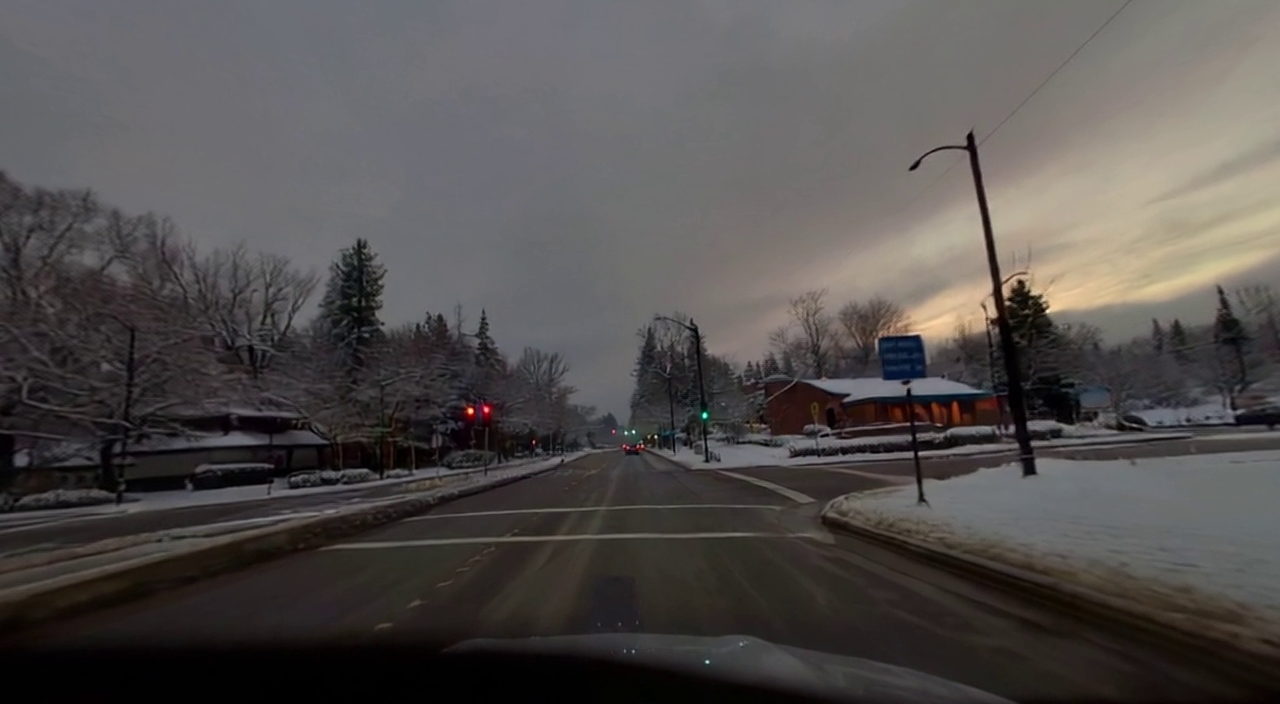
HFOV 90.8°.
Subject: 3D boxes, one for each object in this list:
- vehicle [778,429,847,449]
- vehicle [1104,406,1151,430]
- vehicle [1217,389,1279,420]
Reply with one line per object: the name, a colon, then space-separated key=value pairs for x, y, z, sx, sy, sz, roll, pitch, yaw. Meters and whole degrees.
vehicle: x=13.606 y=6.905 z=49.868 sx=4.803 sy=1.510 sz=1.927 roll=-6 pitch=-10 yaw=33
vehicle: x=35.299 y=4.810 z=45.854 sx=1.954 sy=1.540 sz=3.963 roll=-5 pitch=-10 yaw=27
vehicle: x=43.540 y=3.779 z=45.336 sx=2.215 sy=1.897 sz=5.594 roll=-10 pitch=-9 yaw=34
